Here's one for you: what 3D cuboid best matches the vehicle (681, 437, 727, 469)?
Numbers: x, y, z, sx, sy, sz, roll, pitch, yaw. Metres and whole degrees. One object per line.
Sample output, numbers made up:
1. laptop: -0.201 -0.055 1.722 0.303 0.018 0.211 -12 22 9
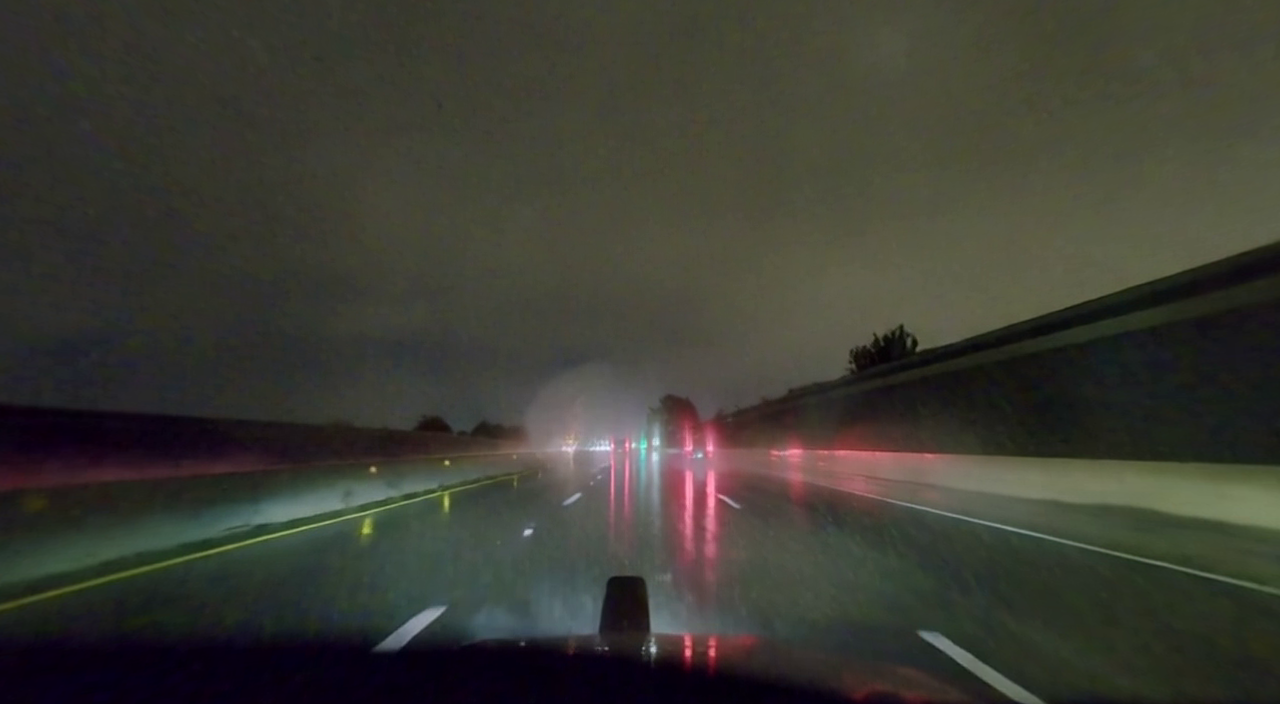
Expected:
1. vehicle: 3.567 5.756 35.984 2.202 1.682 4.188 0 -8 0
